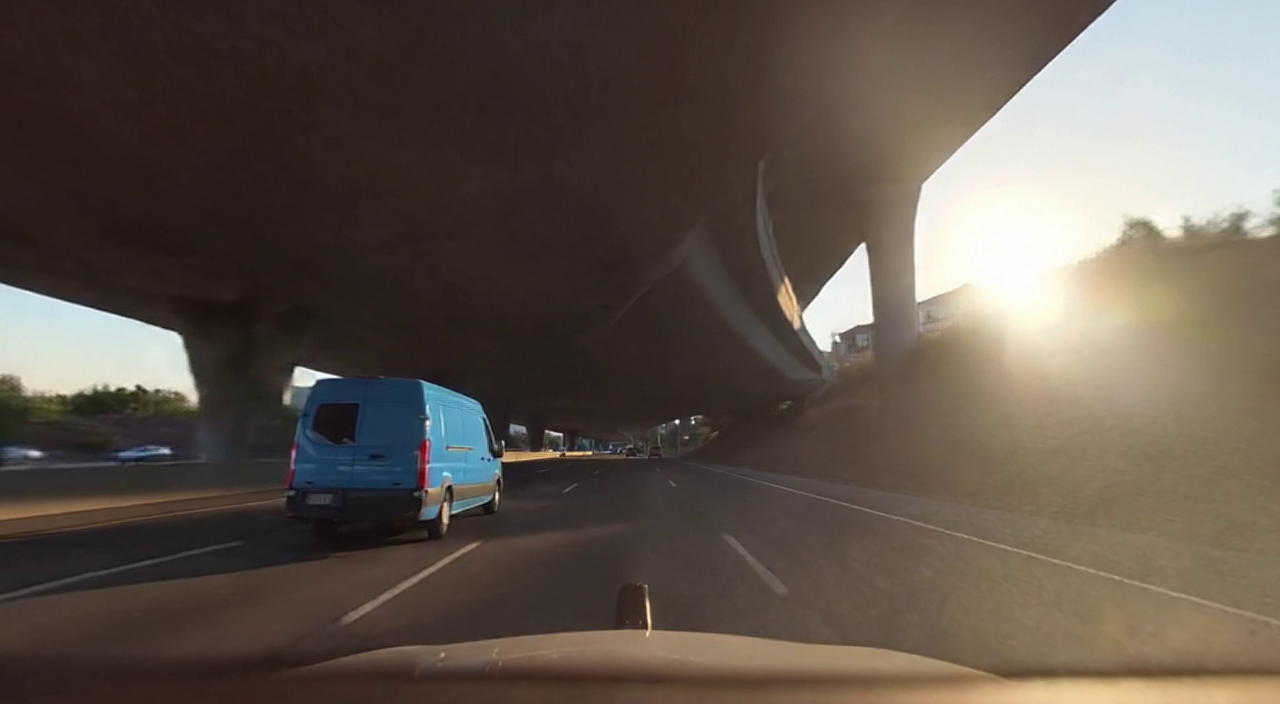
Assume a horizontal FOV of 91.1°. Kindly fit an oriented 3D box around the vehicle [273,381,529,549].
[{"bbox_3d":[-3.698,1.925,11.227,2.372,2.248,5.393,0,-9,1],"label":"vehicle"}]
